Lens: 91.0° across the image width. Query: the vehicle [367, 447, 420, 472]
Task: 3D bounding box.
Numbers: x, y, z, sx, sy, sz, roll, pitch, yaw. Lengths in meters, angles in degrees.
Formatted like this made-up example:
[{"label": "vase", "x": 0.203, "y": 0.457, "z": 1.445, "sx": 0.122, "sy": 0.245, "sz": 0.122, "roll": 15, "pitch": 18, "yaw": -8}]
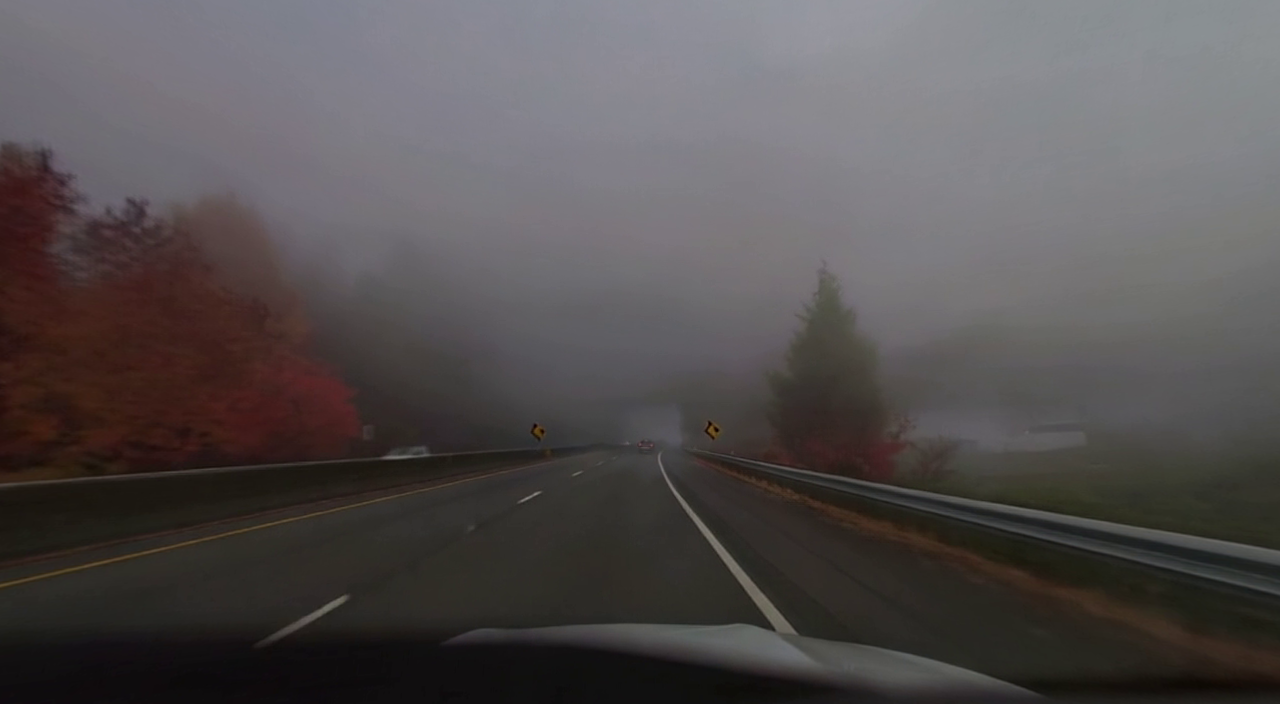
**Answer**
[{"label": "vehicle", "x": -15.305, "y": 6.656, "z": 39.235, "sx": 1.728, "sy": 1.445, "sz": 3.746, "roll": 0, "pitch": -8, "yaw": 1}]
